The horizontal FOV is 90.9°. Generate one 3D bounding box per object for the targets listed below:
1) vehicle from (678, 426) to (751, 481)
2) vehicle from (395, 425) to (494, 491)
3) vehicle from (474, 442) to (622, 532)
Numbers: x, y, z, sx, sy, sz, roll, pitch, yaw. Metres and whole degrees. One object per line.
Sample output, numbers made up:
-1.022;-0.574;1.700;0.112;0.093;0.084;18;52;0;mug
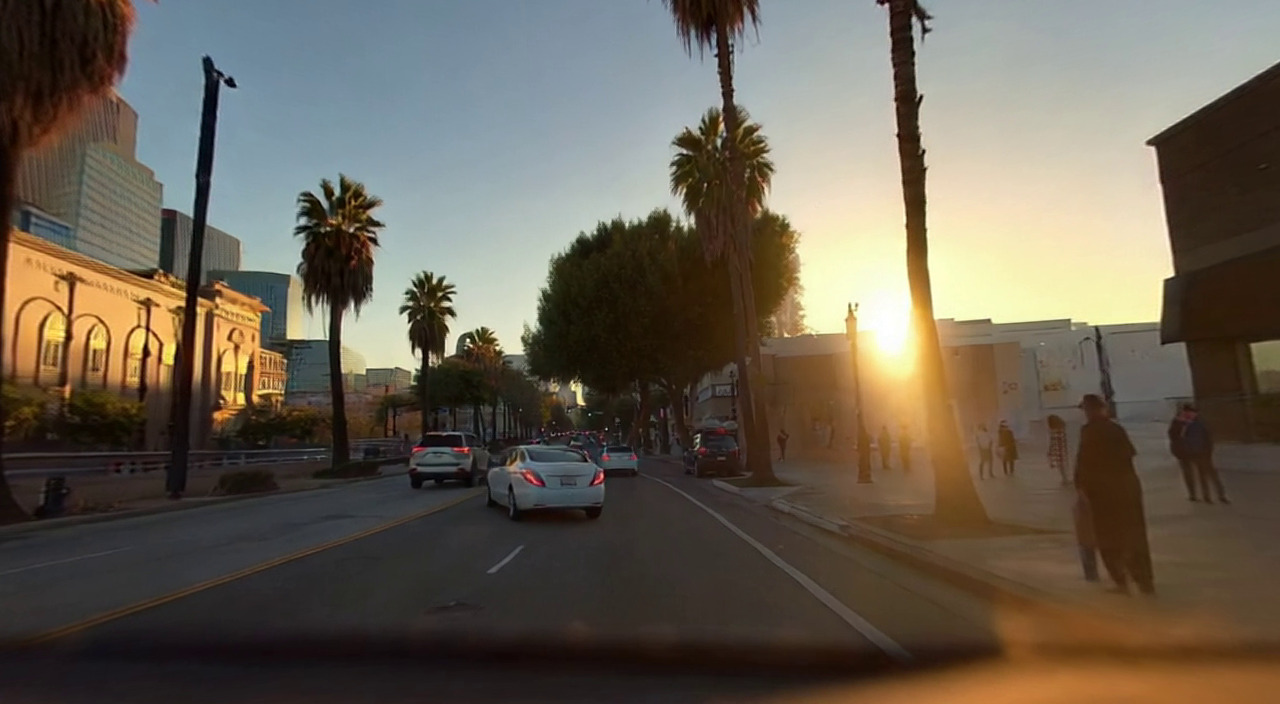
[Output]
3.179;4.471;28.016;2.126;2.167;5.098;1;-9;-6;vehicle
-6.826;3.764;22.702;2.164;2.047;5.455;0;-9;-4;vehicle
-2.093;2.627;13.026;1.930;1.477;4.657;3;-9;-22;vehicle
